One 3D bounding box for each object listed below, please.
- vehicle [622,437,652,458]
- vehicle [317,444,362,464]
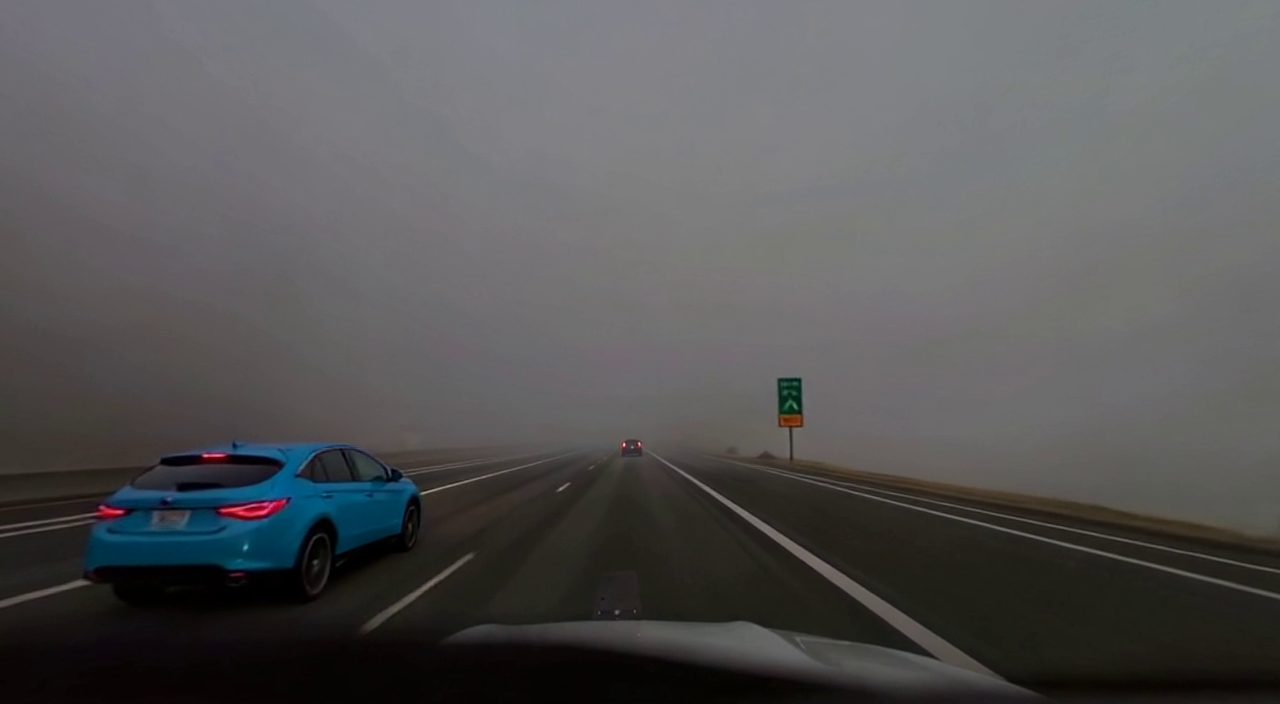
[{"bbox_3d":[-0.236,6.838,45.143,2.028,1.440,3.690,0,-8,-2],"label":"vehicle"},{"bbox_3d":[-23.075,7.807,48.482,1.735,1.426,3.633,0,-8,-1],"label":"vehicle"}]
